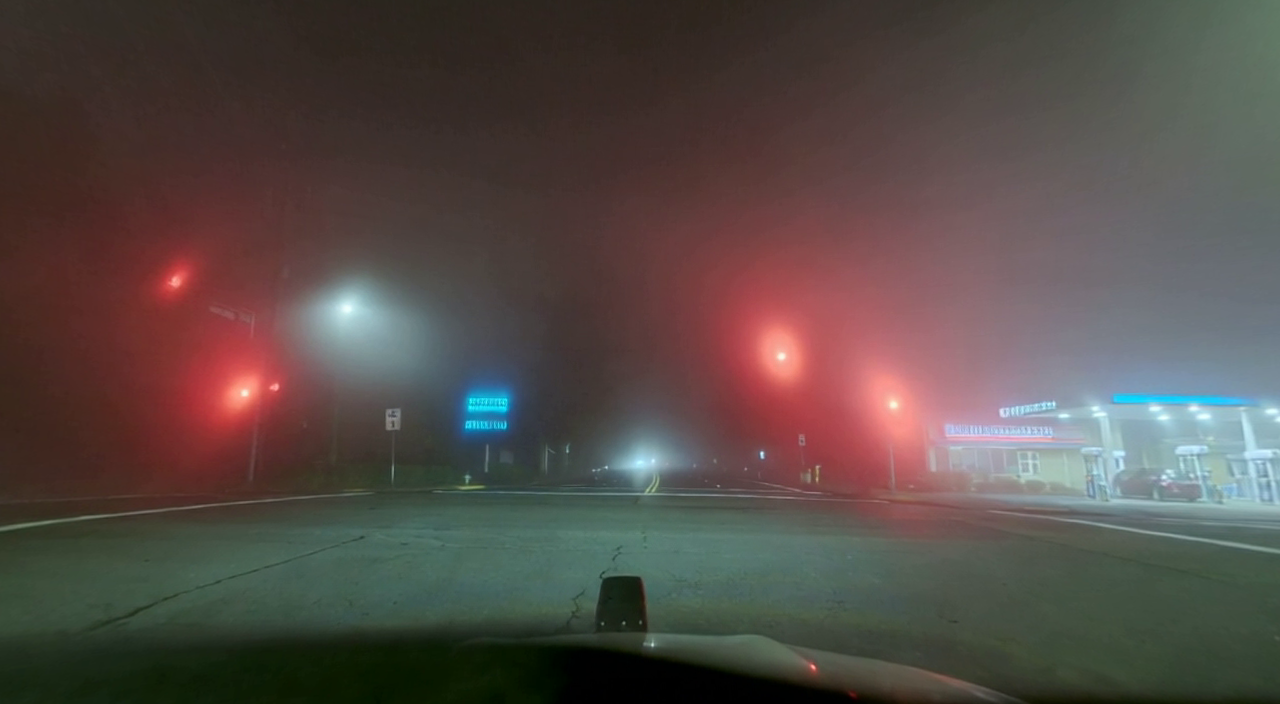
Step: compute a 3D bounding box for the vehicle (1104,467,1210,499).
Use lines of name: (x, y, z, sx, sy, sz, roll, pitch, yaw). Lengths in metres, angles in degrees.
vehicle: (27.991, 7.068, 34.325, 1.897, 1.466, 4.211, 1, -8, -6)
